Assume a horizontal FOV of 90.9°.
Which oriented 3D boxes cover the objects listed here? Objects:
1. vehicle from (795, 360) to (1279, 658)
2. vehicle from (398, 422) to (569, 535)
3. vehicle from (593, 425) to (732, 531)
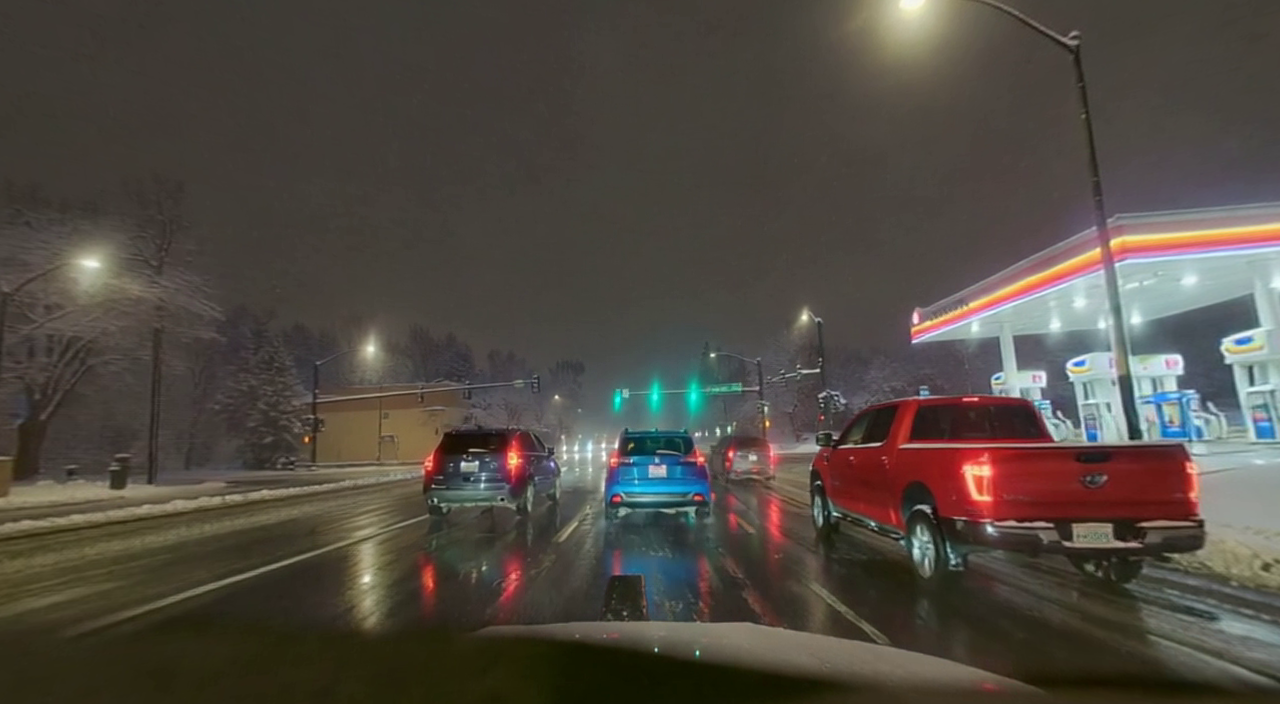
[{"bbox_3d":[3.423,1.367,6.685,2.161,1.868,5.321,0,-8,0],"label":"vehicle"},{"bbox_3d":[-2.699,2.298,12.060,2.019,1.731,4.299,0,-8,2],"label":"vehicle"},{"bbox_3d":[0.342,2.285,11.991,2.181,1.650,4.083,0,-8,0],"label":"vehicle"}]
